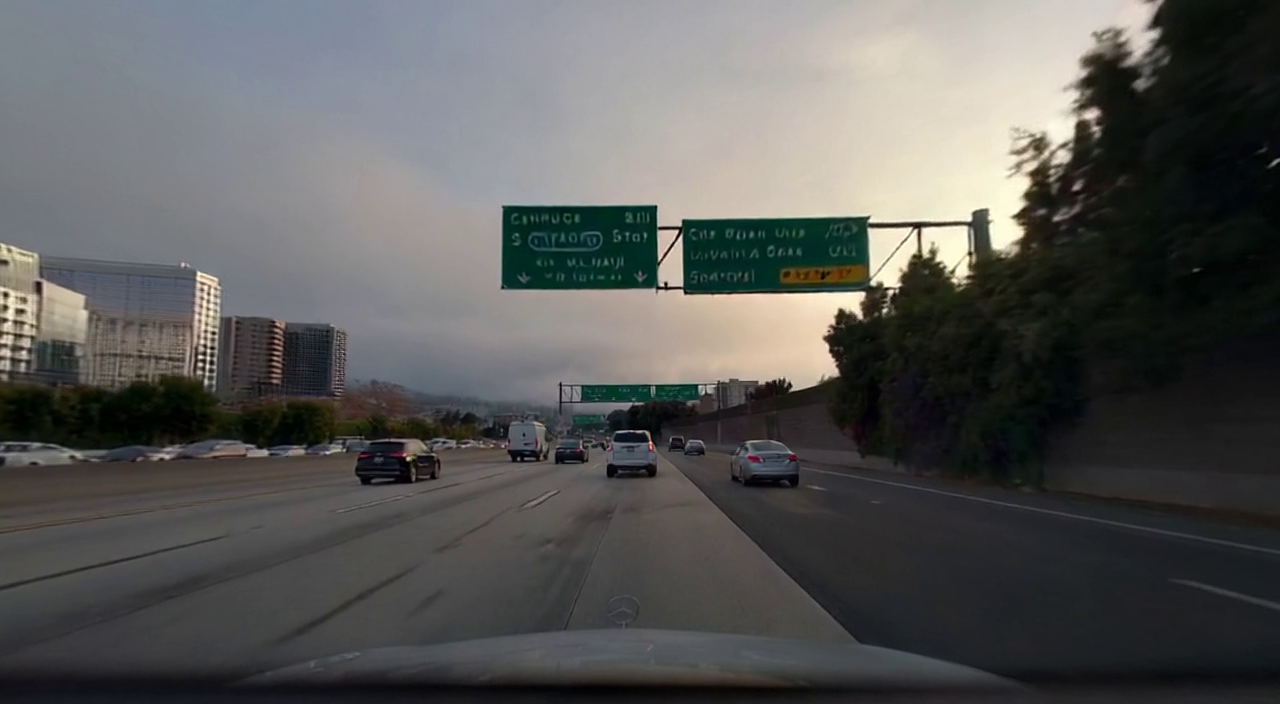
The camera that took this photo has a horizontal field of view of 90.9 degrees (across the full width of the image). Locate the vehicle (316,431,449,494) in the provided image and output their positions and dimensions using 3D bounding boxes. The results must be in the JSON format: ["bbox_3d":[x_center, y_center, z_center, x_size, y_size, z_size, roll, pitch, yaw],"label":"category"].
[{"bbox_3d":[-7.426,3.227,18.747,2.021,1.632,4.417,0,-8,1],"label":"vehicle"}]

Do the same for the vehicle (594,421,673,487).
[{"bbox_3d":[-0.204,3.222,20.220,2.209,1.863,4.626,0,-8,0],"label":"vehicle"}]

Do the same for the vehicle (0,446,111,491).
[{"bbox_3d":[-21.916,4.133,22.669,1.867,1.443,4.468,0,-8,0],"label":"vehicle"}]

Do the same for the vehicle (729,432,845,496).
[{"bbox_3d":[3.747,2.943,17.001,1.942,1.487,4.518,0,-8,-1],"label":"vehicle"}]

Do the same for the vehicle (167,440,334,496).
[{"bbox_3d":[-11.237,3.356,18.692,1.970,1.441,4.555,0,-8,1],"label":"vehicle"}]

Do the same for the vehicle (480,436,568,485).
[{"bbox_3d":[-3.859,3.680,21.811,2.079,1.499,4.512,0,-8,1],"label":"vehicle"}]
